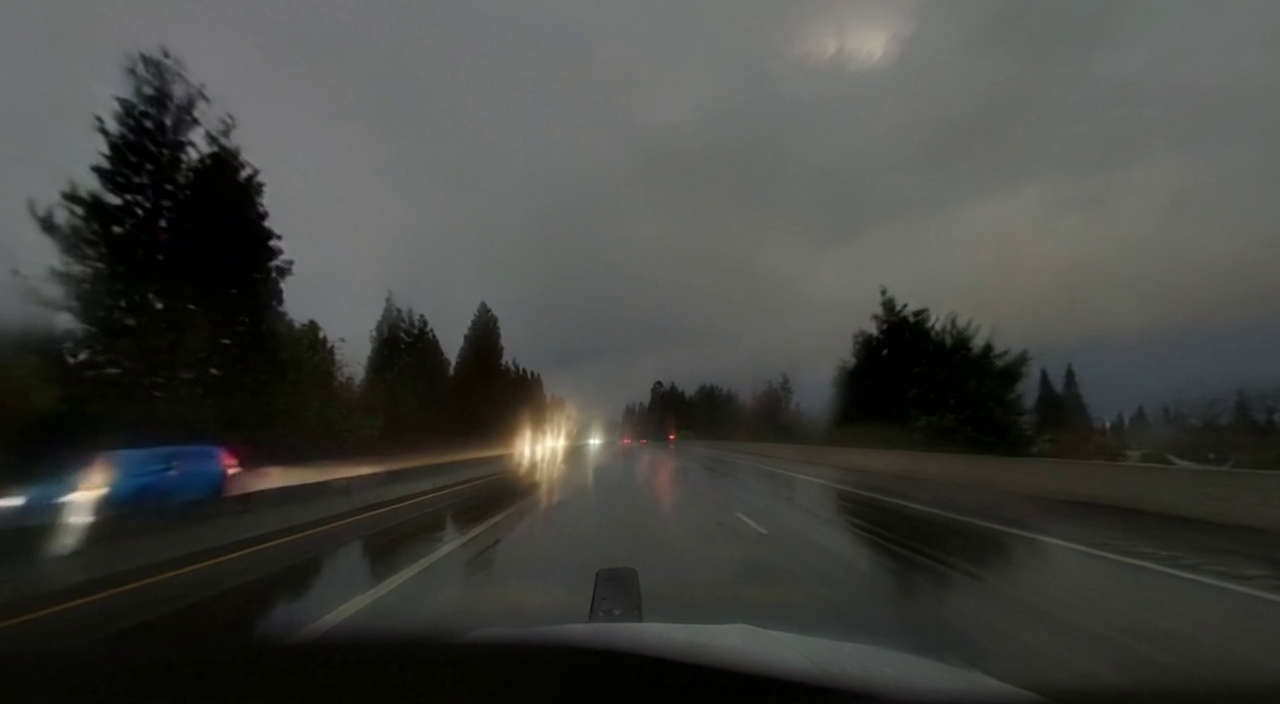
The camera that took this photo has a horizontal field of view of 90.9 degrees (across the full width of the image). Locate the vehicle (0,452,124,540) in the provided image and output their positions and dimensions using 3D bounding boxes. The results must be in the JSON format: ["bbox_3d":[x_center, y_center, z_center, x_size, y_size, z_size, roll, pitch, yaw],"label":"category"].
[{"bbox_3d":[-12.063,2.563,11.193,1.946,1.467,4.602,0,-8,-1],"label":"vehicle"}]
